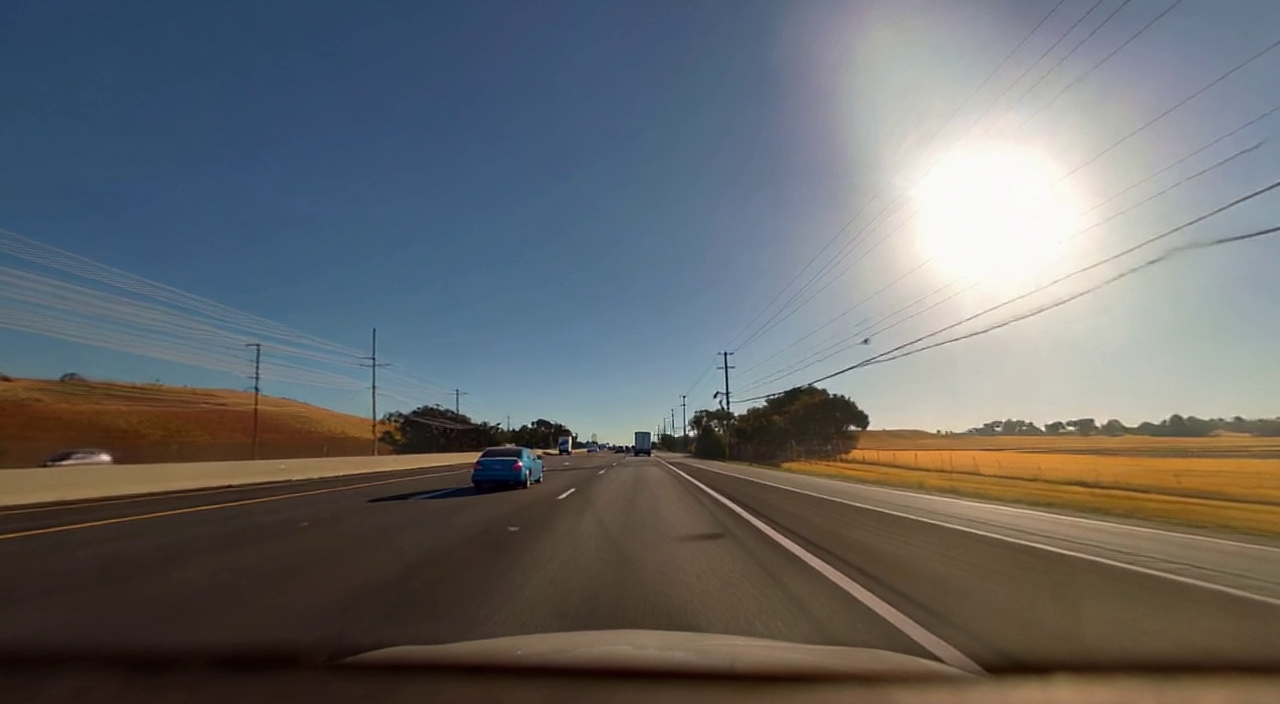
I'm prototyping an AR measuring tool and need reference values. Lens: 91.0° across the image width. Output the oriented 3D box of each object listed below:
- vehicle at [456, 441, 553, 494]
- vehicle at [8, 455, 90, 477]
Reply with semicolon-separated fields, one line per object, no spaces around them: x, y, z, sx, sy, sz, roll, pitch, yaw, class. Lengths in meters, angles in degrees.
-4.248;3.703;20.582;2.104;1.501;4.459;0;-9;1;vehicle
-43.404;8.359;46.397;1.766;1.493;4.410;0;-9;0;vehicle
